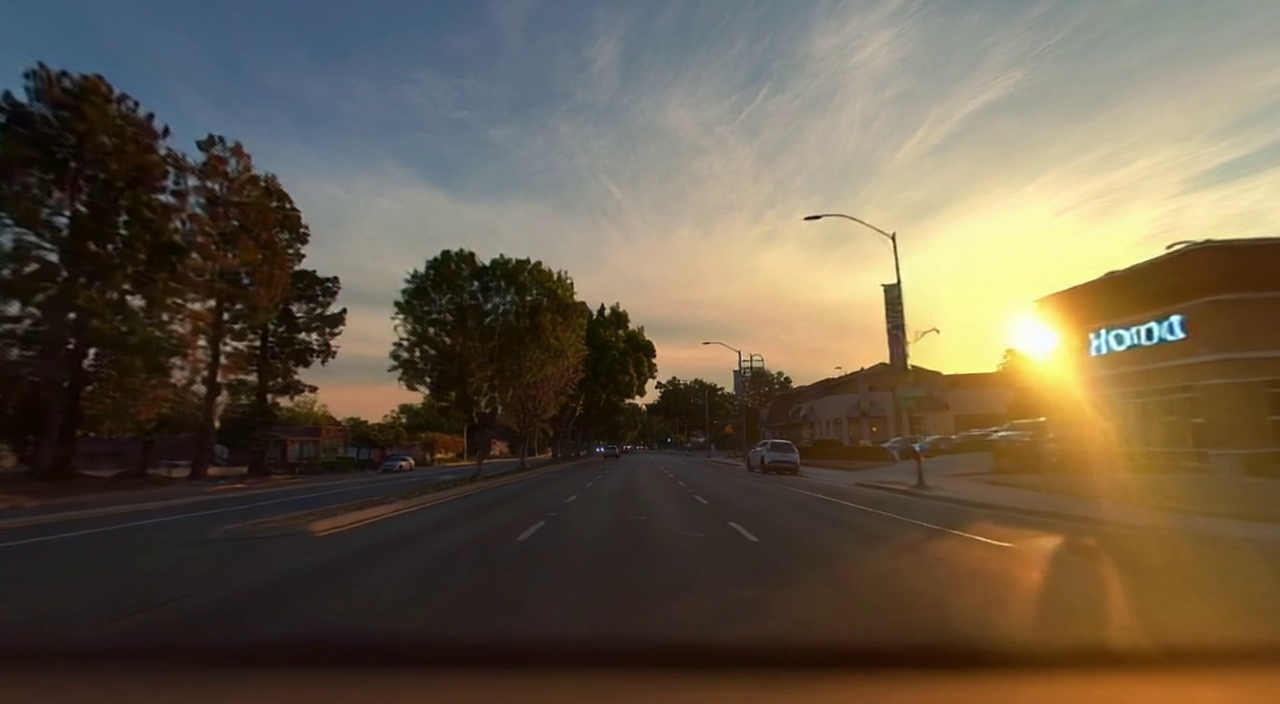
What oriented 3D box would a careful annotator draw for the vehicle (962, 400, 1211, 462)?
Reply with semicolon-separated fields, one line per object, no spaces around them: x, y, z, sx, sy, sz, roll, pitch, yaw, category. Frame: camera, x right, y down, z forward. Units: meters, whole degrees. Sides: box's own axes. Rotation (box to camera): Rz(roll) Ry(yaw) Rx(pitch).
14.428;2.648;20.481;6.592;1.676;4.007;5;-10;-29;vehicle

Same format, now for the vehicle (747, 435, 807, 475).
7.009;5.313;32.816;1.954;1.907;4.736;0;-9;-1;vehicle

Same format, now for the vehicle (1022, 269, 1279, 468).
22.901;0.470;21.366;16.415;6.611;1.394;-5;-10;25;vehicle

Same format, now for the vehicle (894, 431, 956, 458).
14.451;4.677;31.963;3.386;1.301;0.852;4;-10;-27;vehicle
